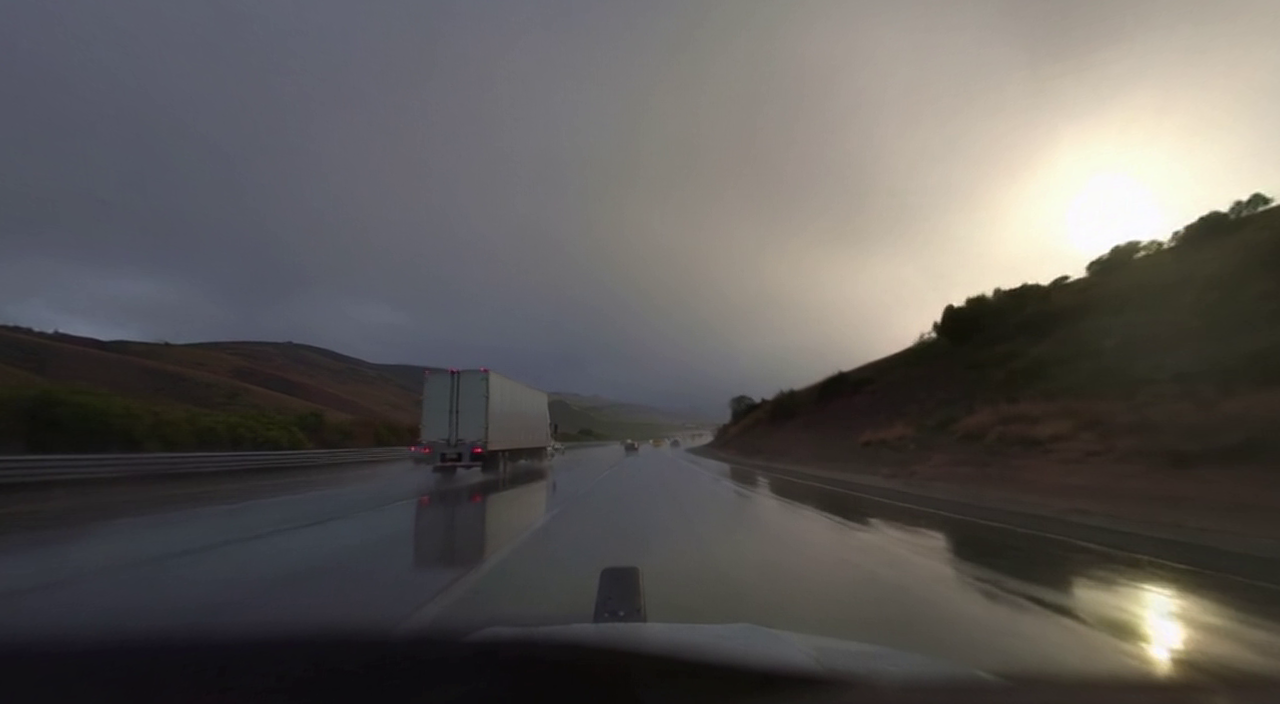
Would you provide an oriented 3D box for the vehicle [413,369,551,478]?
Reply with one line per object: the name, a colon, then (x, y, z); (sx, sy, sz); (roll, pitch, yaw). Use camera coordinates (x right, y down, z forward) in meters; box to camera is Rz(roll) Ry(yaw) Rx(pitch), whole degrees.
vehicle: (-6.353, 3.326, 27.716); (2.981, 3.860, 11.022); (0, -9, 1)
